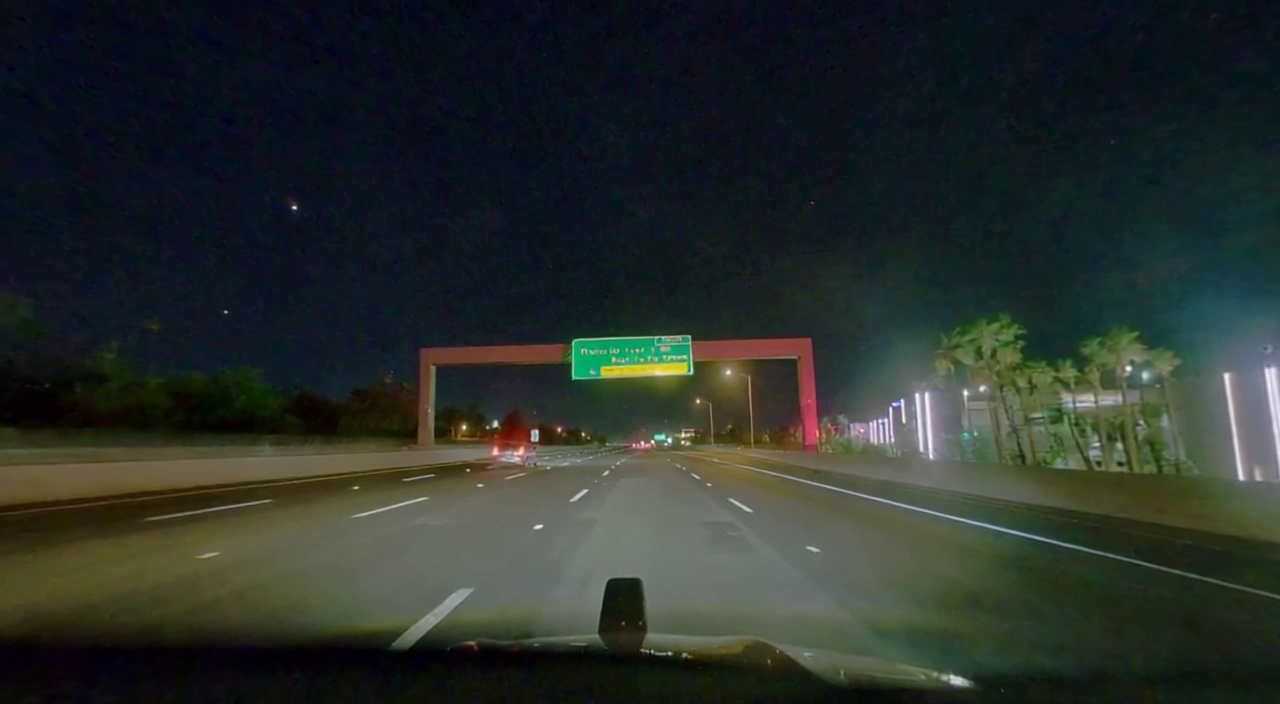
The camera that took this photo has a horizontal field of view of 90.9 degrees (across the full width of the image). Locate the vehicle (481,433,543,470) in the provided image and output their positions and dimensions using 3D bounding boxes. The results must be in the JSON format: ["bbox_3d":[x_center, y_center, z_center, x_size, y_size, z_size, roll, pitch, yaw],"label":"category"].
[{"bbox_3d":[-6.587,5.173,32.922,2.145,1.793,4.762,0,-8,1],"label":"vehicle"}]
